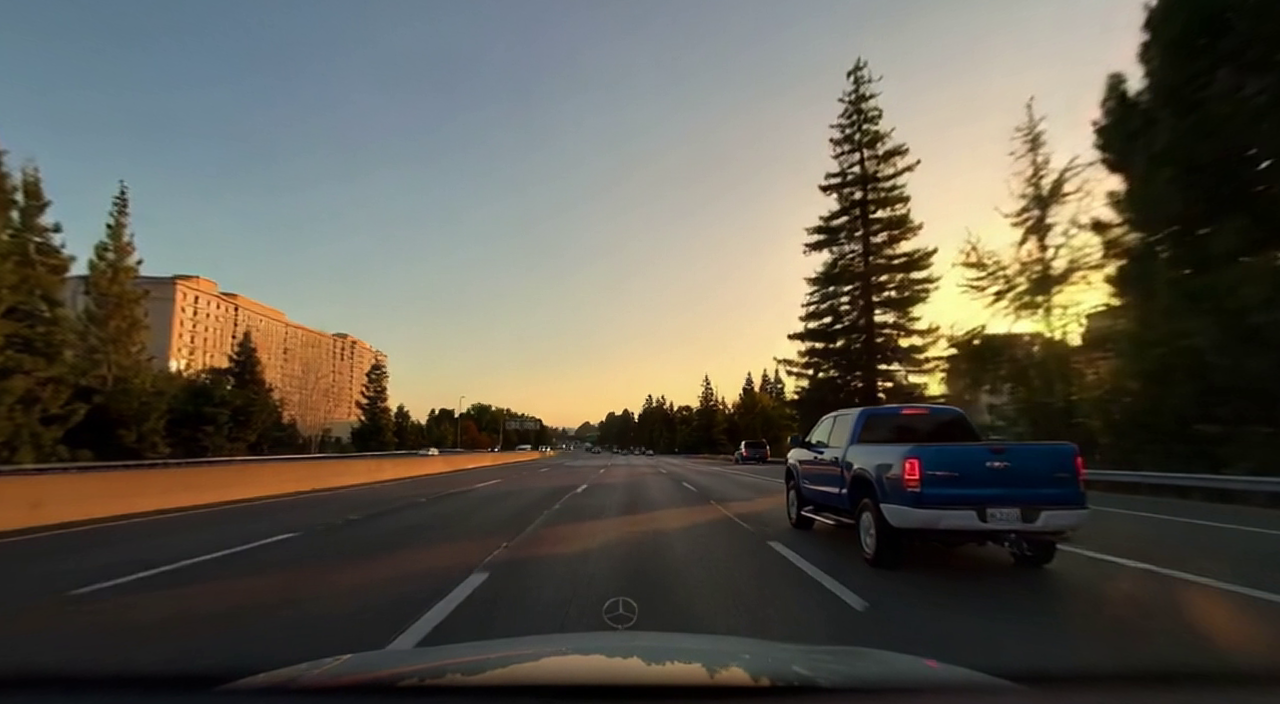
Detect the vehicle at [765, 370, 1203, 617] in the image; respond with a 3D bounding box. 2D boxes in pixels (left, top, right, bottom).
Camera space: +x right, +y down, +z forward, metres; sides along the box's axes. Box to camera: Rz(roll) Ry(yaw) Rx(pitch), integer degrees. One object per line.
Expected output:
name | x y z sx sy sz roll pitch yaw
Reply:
vehicle | 3.256 1.484 7.538 2.462 1.984 4.718 0 -9 -1
